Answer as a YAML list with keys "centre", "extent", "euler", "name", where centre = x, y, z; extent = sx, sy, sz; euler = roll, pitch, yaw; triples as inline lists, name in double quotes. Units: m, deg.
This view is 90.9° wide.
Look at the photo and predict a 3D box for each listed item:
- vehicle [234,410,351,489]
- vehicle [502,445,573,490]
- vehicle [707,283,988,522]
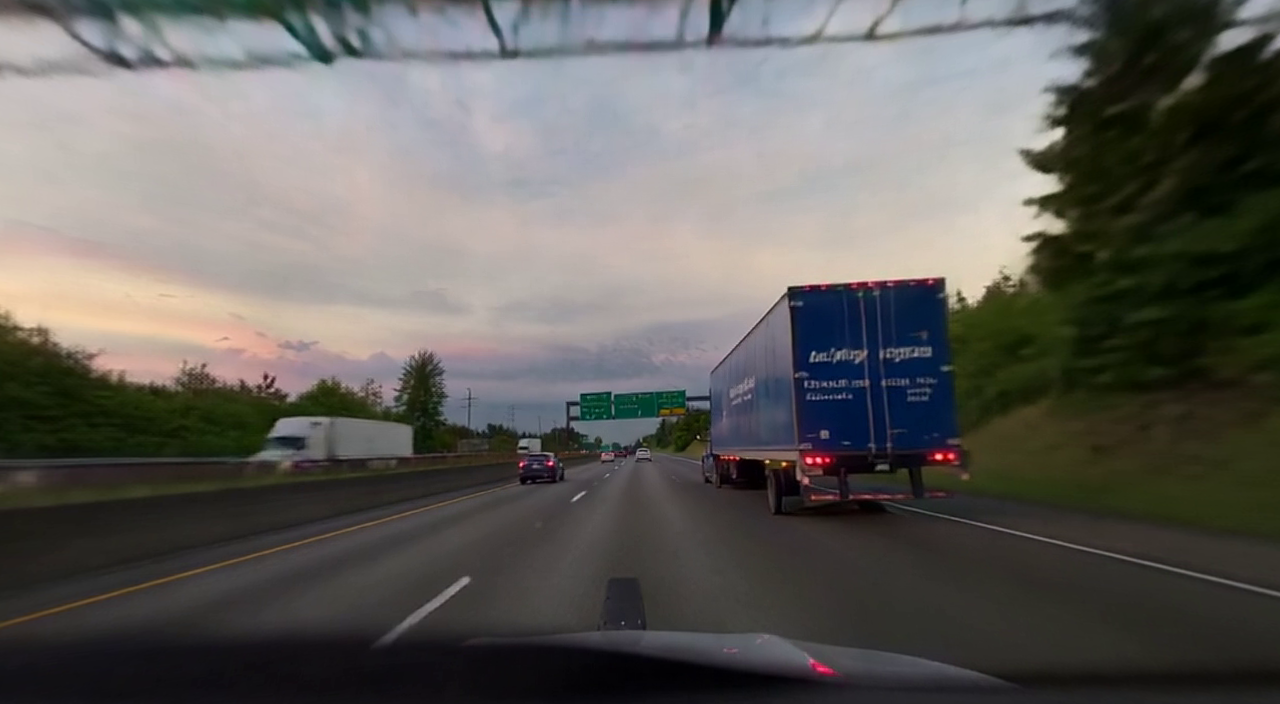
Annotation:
- centre: [-18.962, 5.368, 34.880]
  extent: [2.948, 3.981, 5.834]
  euler: [0, -9, 0]
  name: "vehicle"
- centre: [-3.695, 4.244, 23.464]
  extent: [1.918, 1.510, 4.006]
  euler: [0, -9, 1]
  name: "vehicle"
- centre: [4.161, 1.870, 17.508]
  extent: [3.025, 4.005, 14.010]
  euler: [0, -9, 0]
  name: "vehicle"
